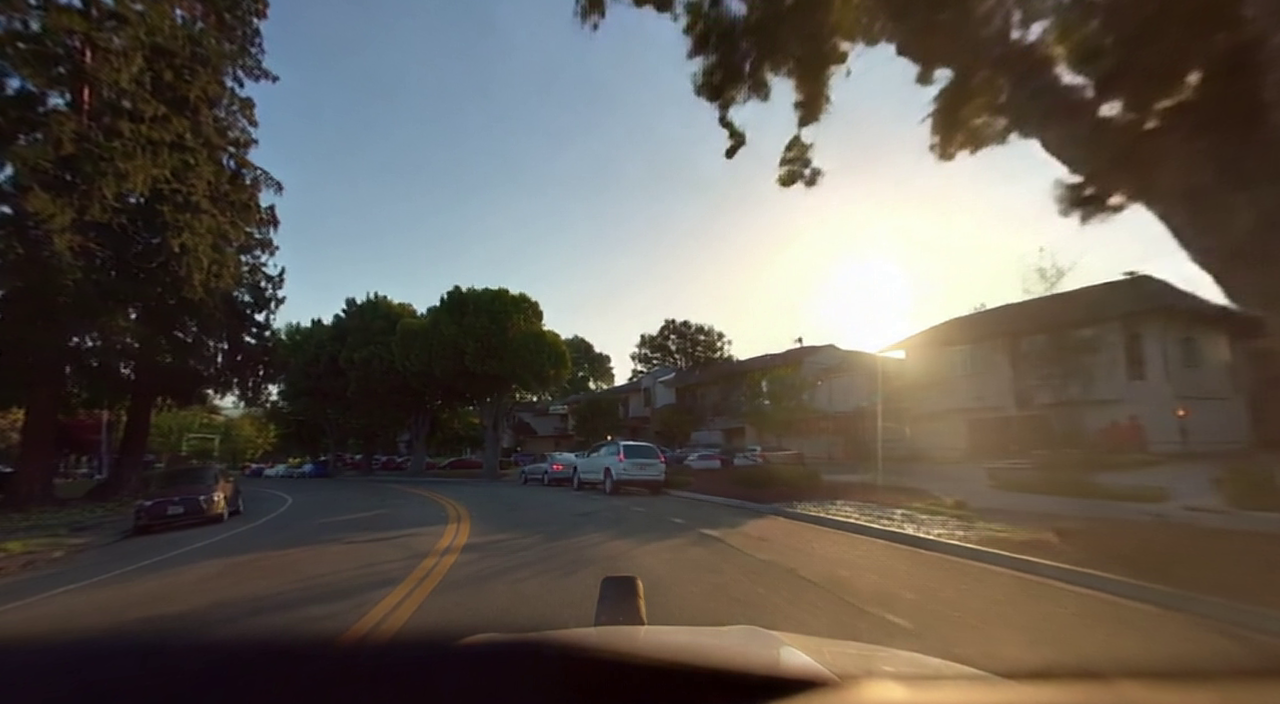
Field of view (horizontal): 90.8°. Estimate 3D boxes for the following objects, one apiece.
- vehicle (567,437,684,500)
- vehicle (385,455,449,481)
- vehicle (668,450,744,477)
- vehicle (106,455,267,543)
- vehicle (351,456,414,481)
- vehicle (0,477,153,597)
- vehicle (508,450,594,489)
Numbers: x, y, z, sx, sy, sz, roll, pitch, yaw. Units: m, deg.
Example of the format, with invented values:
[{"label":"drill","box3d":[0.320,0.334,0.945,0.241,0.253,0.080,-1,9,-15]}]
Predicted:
[{"label":"vehicle","box3d":[-0.639,3.793,21.082,2.289,1.785,4.944,3,-9,-22]},{"label":"vehicle","box3d":[-14.004,7.228,39.593,1.884,1.508,4.713,8,-12,-44]},{"label":"vehicle","box3d":[3.766,6.264,35.773,2.218,1.373,4.156,-8,-11,41]},{"label":"vehicle","box3d":[-10.622,3.366,15.240,2.142,1.483,4.629,-2,-7,-23]},{"label":"vehicle","box3d":[-17.692,7.929,43.299,4.789,1.509,2.016,-8,-12,42]},{"label":"vehicle","box3d":[-8.344,2.049,6.041,2.876,1.170,6.732,-3,-8,-8]},{"label":"vehicle","box3d":[-4.008,5.101,27.830,2.066,1.509,4.579,5,-10,-31]}]
